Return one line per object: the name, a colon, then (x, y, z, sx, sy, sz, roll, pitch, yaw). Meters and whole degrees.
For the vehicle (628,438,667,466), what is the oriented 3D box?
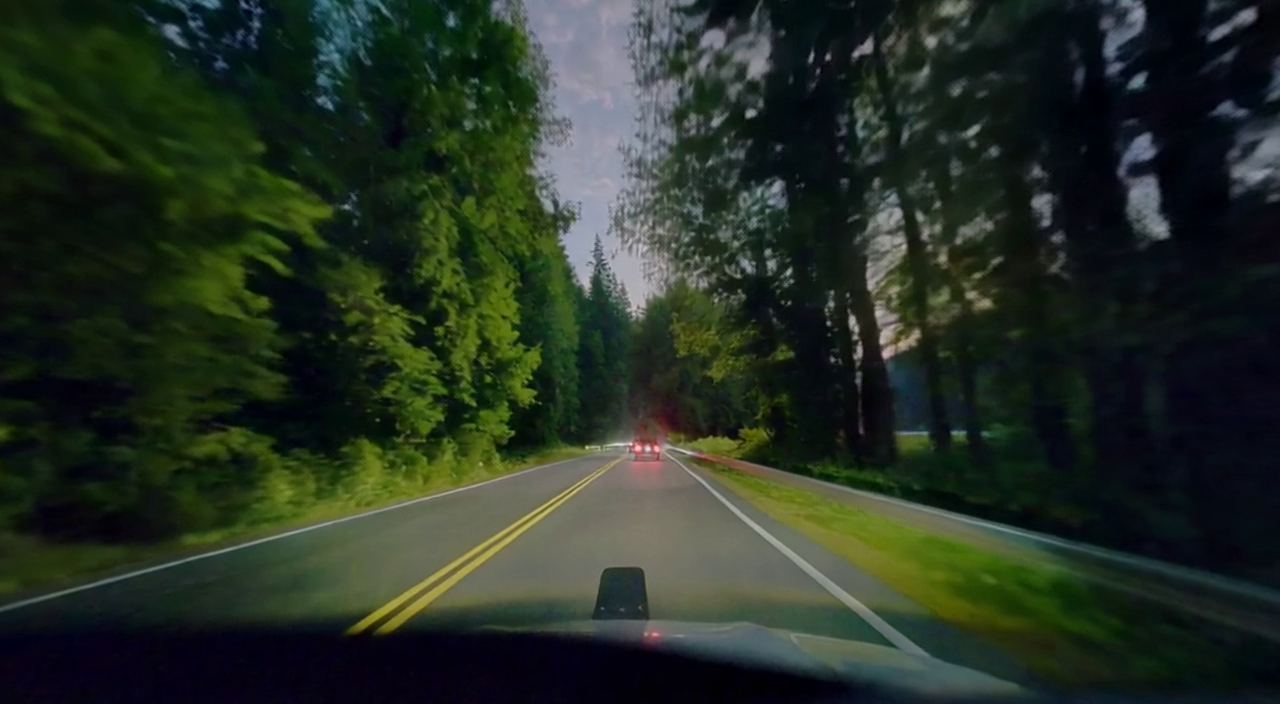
vehicle: (0.437, 5.681, 35.984, 2.120, 1.491, 4.349, 0, -8, 1)
